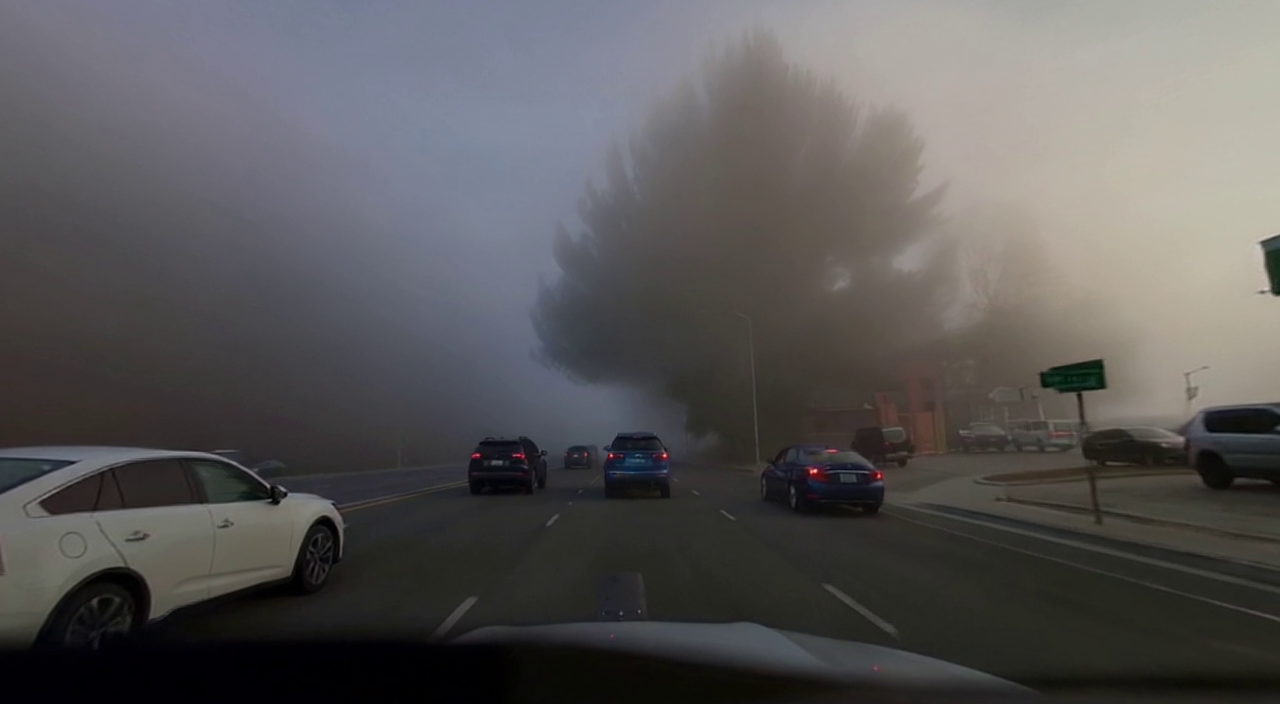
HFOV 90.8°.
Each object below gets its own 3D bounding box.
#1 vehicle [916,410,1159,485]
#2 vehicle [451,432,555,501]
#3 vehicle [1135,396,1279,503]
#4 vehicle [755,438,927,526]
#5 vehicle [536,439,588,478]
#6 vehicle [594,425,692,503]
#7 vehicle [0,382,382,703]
[{"bbox_3d":[12.306,3.042,19.948,5.966,1.991,2.353,-9,-12,43],"label":"vehicle"},{"bbox_3d":[-3.668,3.145,17.755,1.932,1.695,4.150,0,-8,1],"label":"vehicle"},{"bbox_3d":[11.626,1.714,11.170,1.918,1.765,4.668,0,-8,0],"label":"vehicle"},{"bbox_3d":[3.791,2.522,12.925,1.888,1.456,4.589,0,-8,-2],"label":"vehicle"},{"bbox_3d":[-3.524,4.876,29.132,1.871,1.673,3.920,0,-8,0],"label":"vehicle"},{"bbox_3d":[0.047,2.938,16.968,2.279,1.803,4.254,0,-8,-1],"label":"vehicle"},{"bbox_3d":[-3.590,1.191,4.427,1.864,1.574,4.031,0,-8,0],"label":"vehicle"}]
